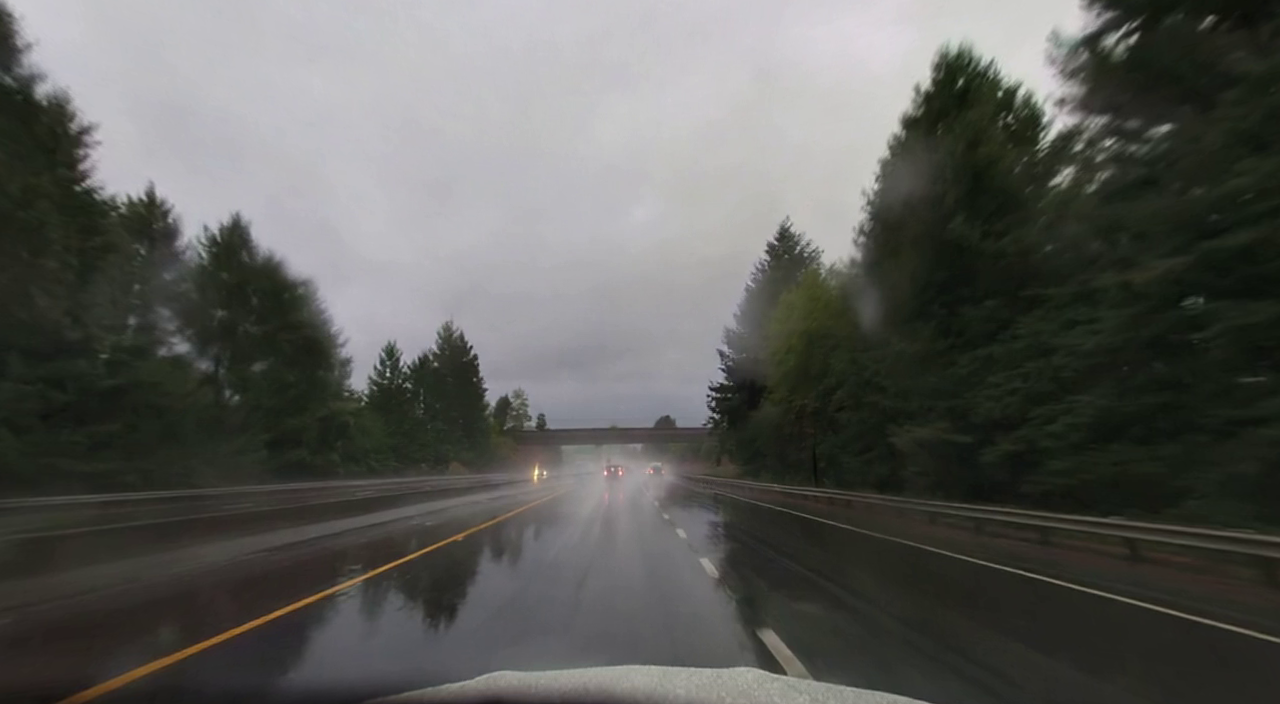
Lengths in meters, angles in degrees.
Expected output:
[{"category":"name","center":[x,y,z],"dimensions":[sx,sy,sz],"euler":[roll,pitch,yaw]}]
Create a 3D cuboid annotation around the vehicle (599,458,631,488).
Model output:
[{"category":"vehicle","center":[-1.753,8.676,45.333],"dimensions":[2.162,1.973,4.341],"euler":[1,-11,-2]}]
